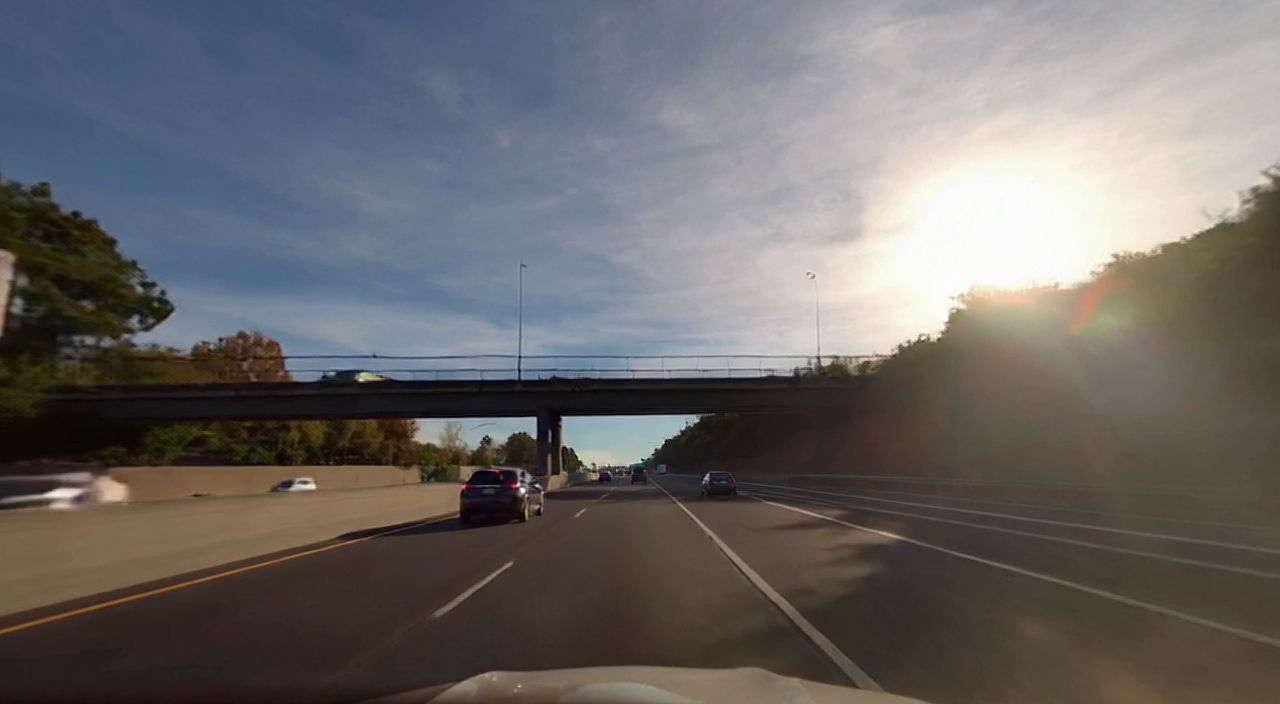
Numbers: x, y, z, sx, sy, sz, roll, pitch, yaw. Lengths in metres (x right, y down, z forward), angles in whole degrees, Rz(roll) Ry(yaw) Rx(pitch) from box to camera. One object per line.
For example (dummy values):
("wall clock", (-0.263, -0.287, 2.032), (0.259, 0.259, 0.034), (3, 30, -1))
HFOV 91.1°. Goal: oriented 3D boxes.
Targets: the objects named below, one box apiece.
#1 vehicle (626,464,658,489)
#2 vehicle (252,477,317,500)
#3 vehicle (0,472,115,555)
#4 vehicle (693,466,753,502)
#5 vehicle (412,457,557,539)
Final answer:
("vehicle", (0.184, 8.924, 45.109), (2.181, 1.698, 4.056), (0, -10, 1))
("vehicle", (-25.409, 9.743, 45.119), (1.850, 1.430, 4.642), (0, -10, 2))
("vehicle", (-12.760, 3.022, 11.753), (1.848, 1.467, 4.539), (0, -10, 1))
("vehicle", (3.723, 6.032, 28.994), (2.092, 1.518, 4.348), (1, -10, -1))
("vehicle", (-3.263, 3.205, 14.227), (2.099, 1.516, 4.308), (0, -10, 1))
